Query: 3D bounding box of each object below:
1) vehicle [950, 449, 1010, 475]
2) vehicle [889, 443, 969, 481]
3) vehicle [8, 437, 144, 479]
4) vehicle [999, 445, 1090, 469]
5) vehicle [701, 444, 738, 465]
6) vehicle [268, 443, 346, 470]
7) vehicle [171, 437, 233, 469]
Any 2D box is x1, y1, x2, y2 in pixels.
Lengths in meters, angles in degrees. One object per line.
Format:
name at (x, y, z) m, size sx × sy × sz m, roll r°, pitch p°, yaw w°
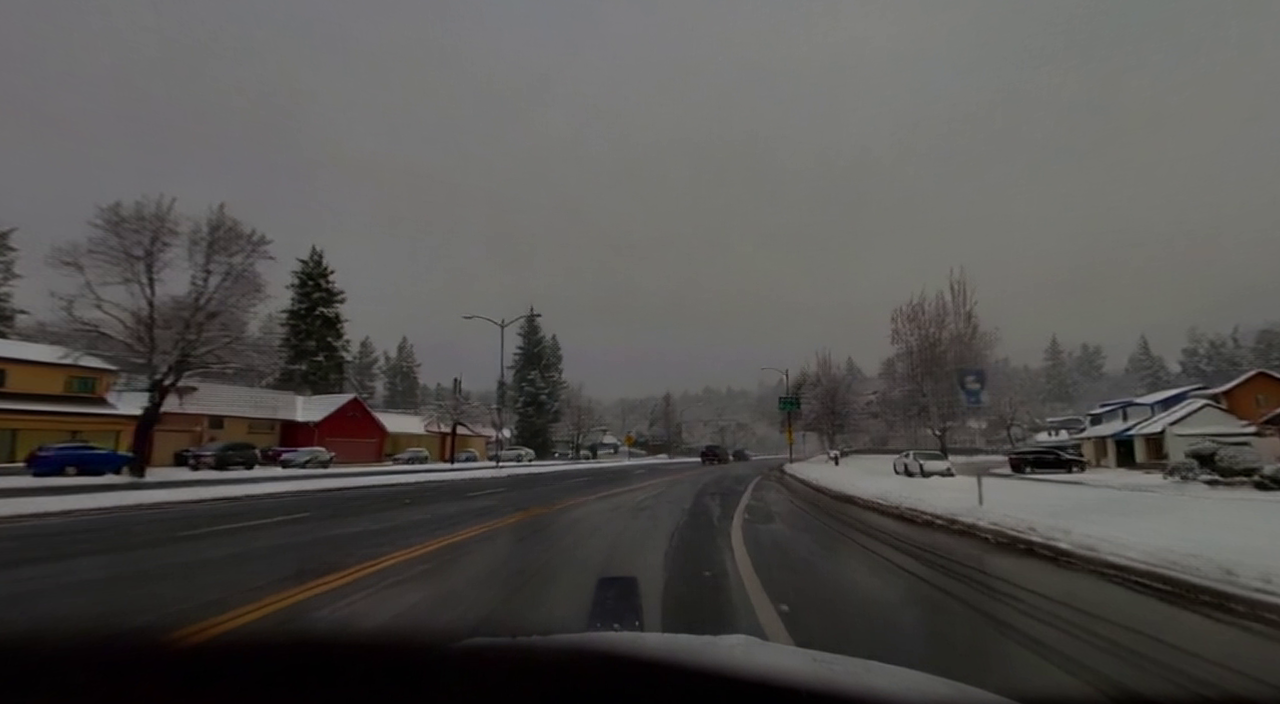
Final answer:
vehicle at (21.595, 6.976, 40.348) m, size 1.945 × 1.531 × 4.589 m, roll -1°, pitch -9°, yaw 10°
vehicle at (13.463, 5.254, 29.777) m, size 1.988 × 1.487 × 4.479 m, roll -2°, pitch -13°, yaw 6°
vehicle at (-27.954, 5.376, 31.573) m, size 1.958 × 1.708 × 4.611 m, roll -6°, pitch -14°, yaw 13°
vehicle at (27.145, 7.035, 42.526) m, size 4.669 × 1.517 × 1.993 m, roll -1°, pitch -9°, yaw 8°
vehicle at (6.198, 7.848, 48.699) m, size 2.081 × 1.489 × 4.863 m, roll -2°, pitch -9°, yaw 16°
vehicle at (-24.063, 7.542, 45.912) m, size 2.013 × 1.792 × 4.950 m, roll -3°, pitch -9°, yaw 17°
vehicle at (-30.626, 7.085, 44.128) m, size 4.799 × 1.651 × 2.268 m, roll -12°, pitch -8°, yaw 38°
